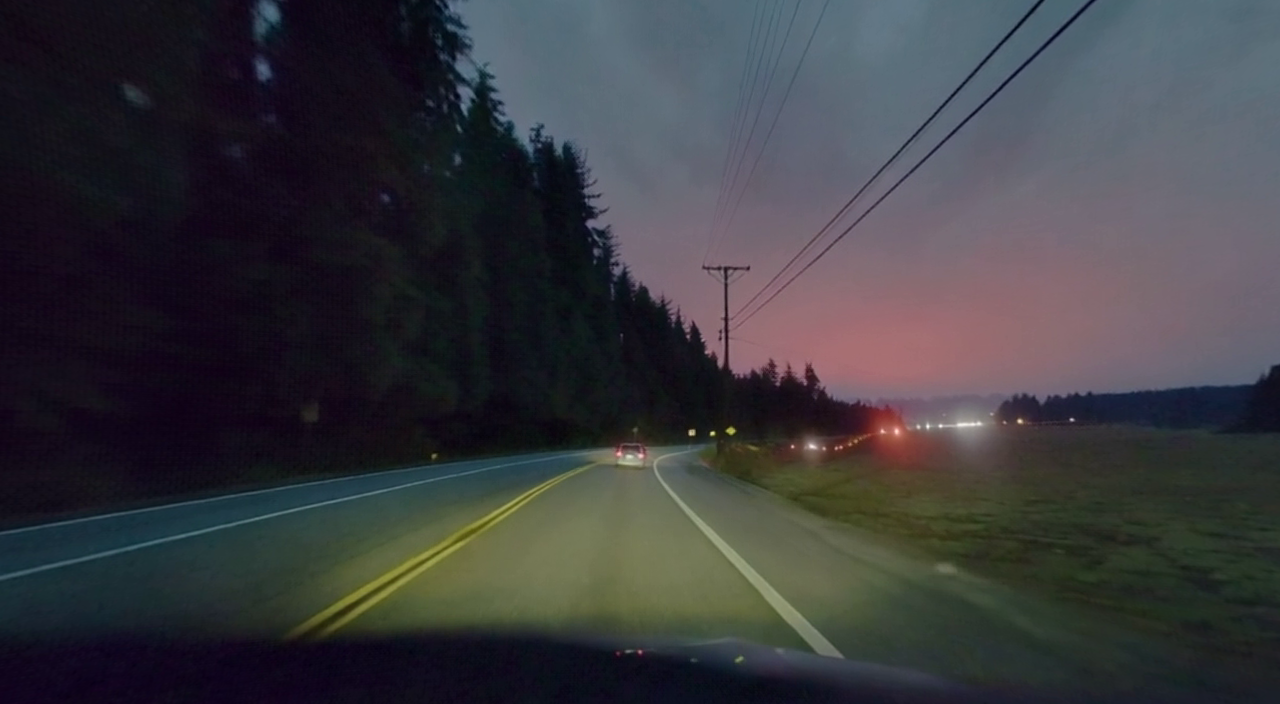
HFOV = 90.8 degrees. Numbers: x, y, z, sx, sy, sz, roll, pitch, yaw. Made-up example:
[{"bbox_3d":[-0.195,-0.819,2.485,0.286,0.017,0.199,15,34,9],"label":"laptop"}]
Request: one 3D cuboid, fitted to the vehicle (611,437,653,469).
[{"bbox_3d":[-0.347,5.378,33.852,2.059,1.524,3.963,1,-8,2],"label":"vehicle"}]
